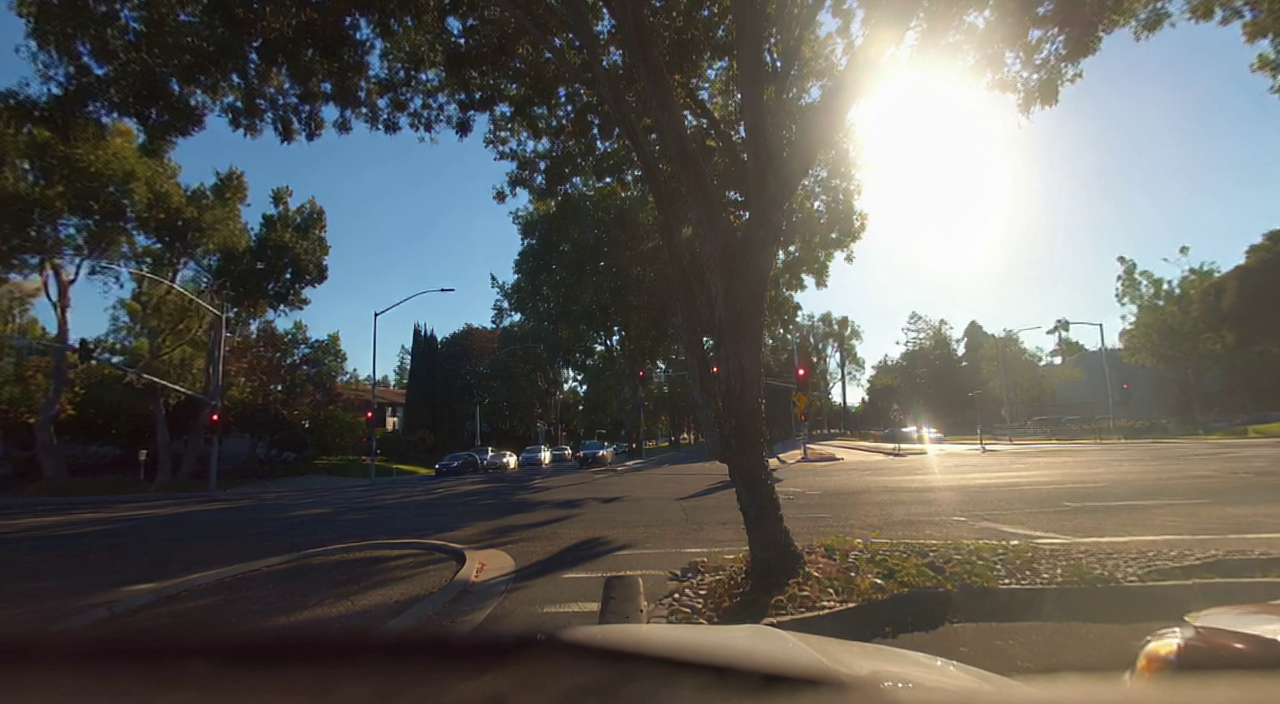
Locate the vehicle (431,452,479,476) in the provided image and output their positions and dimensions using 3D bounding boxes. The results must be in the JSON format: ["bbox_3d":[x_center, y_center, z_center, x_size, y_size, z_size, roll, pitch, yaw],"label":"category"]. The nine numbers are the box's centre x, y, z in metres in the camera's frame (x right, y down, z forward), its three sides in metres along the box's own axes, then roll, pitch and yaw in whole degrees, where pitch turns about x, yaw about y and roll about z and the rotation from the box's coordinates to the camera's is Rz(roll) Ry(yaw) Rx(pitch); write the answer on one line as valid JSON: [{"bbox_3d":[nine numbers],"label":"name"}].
[{"bbox_3d":[-13.399,8.113,45.985,2.101,1.637,4.304,0,-9,1],"label":"vehicle"}]

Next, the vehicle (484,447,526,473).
[{"bbox_3d":[-9.771,7.828,45.921,2.064,1.725,4.243,0,-9,1],"label":"vehicle"}]

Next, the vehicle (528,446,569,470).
[{"bbox_3d":[-6.547,7.609,45.508,2.126,1.657,4.307,-1,-9,3],"label":"vehicle"}]

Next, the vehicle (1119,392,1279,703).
[{"bbox_3d":[3.060,0.621,0.417,1.978,1.468,4.544,0,-9,1],"label":"vehicle"}]
